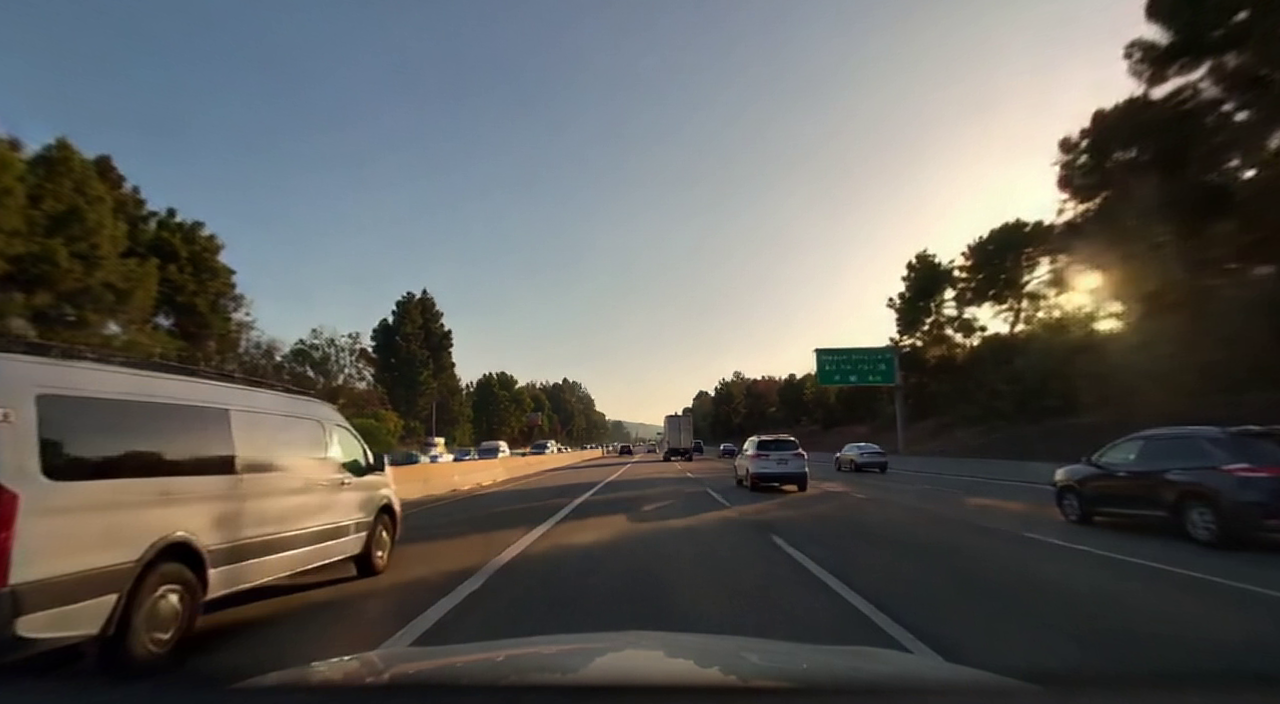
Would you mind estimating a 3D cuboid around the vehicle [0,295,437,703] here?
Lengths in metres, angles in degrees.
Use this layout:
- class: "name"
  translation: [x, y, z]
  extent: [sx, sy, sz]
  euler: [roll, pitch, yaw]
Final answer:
- class: "vehicle"
  translation: [-3.541, 1.071, 4.670]
  extent: [2.159, 1.922, 5.345]
  euler: [0, -8, 1]

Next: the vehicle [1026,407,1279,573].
- class: "vehicle"
  translation: [7.600, 1.727, 8.594]
  extent: [1.976, 1.703, 4.288]
  euler: [0, -8, 1]

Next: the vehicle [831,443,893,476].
- class: "vehicle"
  translation: [10.927, 5.294, 31.304]
  extent: [1.827, 1.493, 3.919]
  euler: [0, -8, 3]

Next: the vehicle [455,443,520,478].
- class: "vehicle"
  translation: [-7.666, 5.471, 32.157]
  extent: [2.012, 1.669, 4.599]
  euler: [0, -8, 2]

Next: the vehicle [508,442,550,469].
- class: "vehicle"
  translation: [-7.442, 6.989, 42.722]
  extent: [1.955, 1.742, 4.446]
  euler: [0, -8, 1]

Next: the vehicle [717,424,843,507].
- class: "vehicle"
  translation: [3.452, 2.912, 16.660]
  extent: [2.209, 1.862, 4.717]
  euler: [0, -8, -1]
